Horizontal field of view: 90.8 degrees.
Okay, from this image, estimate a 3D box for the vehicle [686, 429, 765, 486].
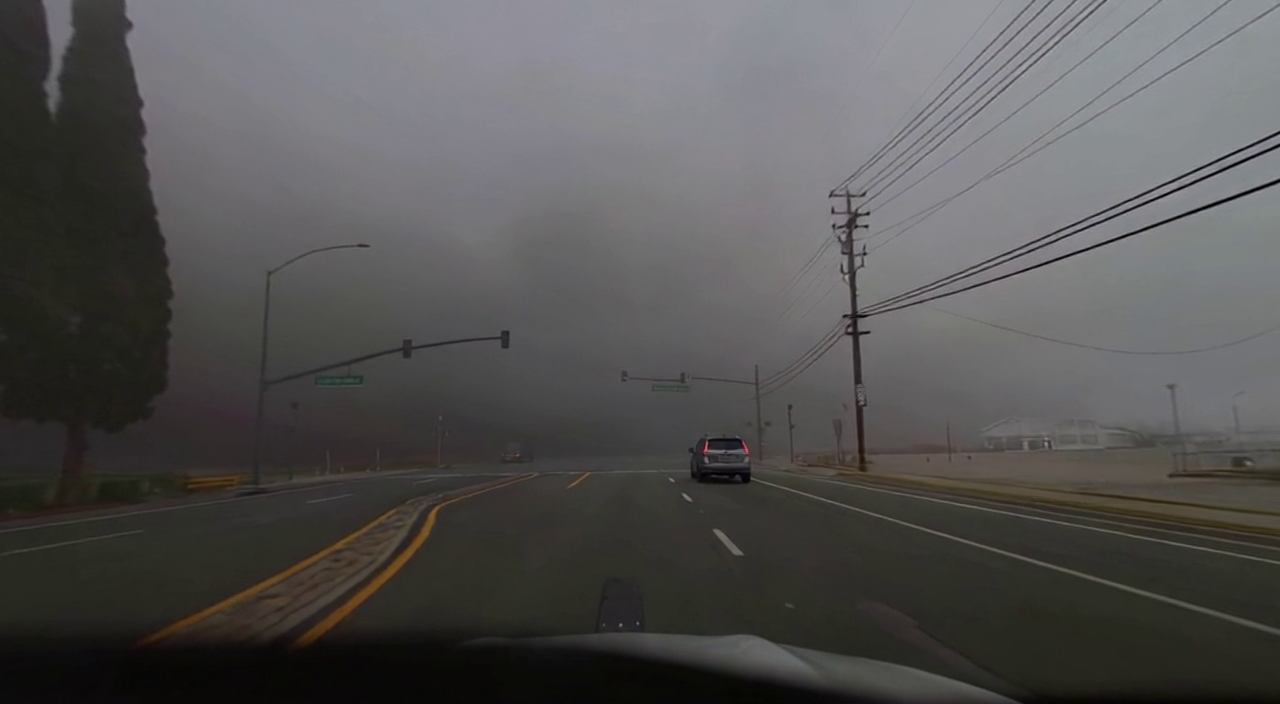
[{"bbox_3d":[2.925,3.757,22.751,2.060,1.820,4.713,0,-9,-2],"label":"vehicle"}]
